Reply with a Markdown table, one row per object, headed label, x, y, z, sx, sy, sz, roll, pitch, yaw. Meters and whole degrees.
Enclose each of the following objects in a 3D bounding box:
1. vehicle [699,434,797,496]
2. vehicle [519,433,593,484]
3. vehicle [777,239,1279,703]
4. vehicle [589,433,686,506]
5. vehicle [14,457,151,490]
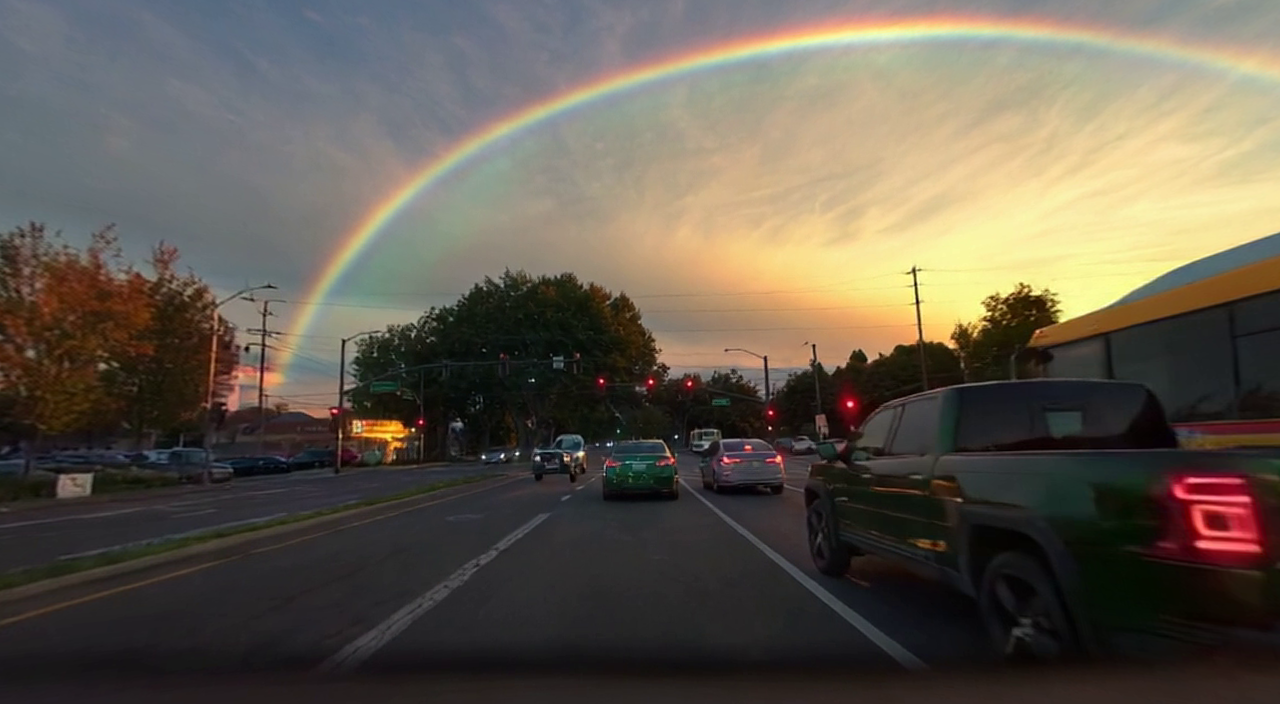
| label | x | y | z | sx | sy | sz | roll | pitch | yaw |
| --- | --- | --- | --- | --- | --- | --- | --- | --- | --- |
| vehicle | 2.859 | 3.100 | 17.733 | 1.922 | 1.508 | 4.330 | 0 | -9 | -1 |
| vehicle | -3.042 | 3.997 | 23.925 | 2.180 | 1.708 | 4.397 | 0 | -9 | 0 |
| vehicle | 3.014 | 1.019 | 4.917 | 2.490 | 1.951 | 5.931 | 0 | -9 | -1 |
| vehicle | -0.085 | 2.798 | 15.432 | 2.071 | 1.525 | 3.723 | 0 | -9 | -1 |
| vehicle | -27.739 | 6.024 | 31.667 | 4.800 | 1.461 | 1.831 | 5 | -10 | -31 |
